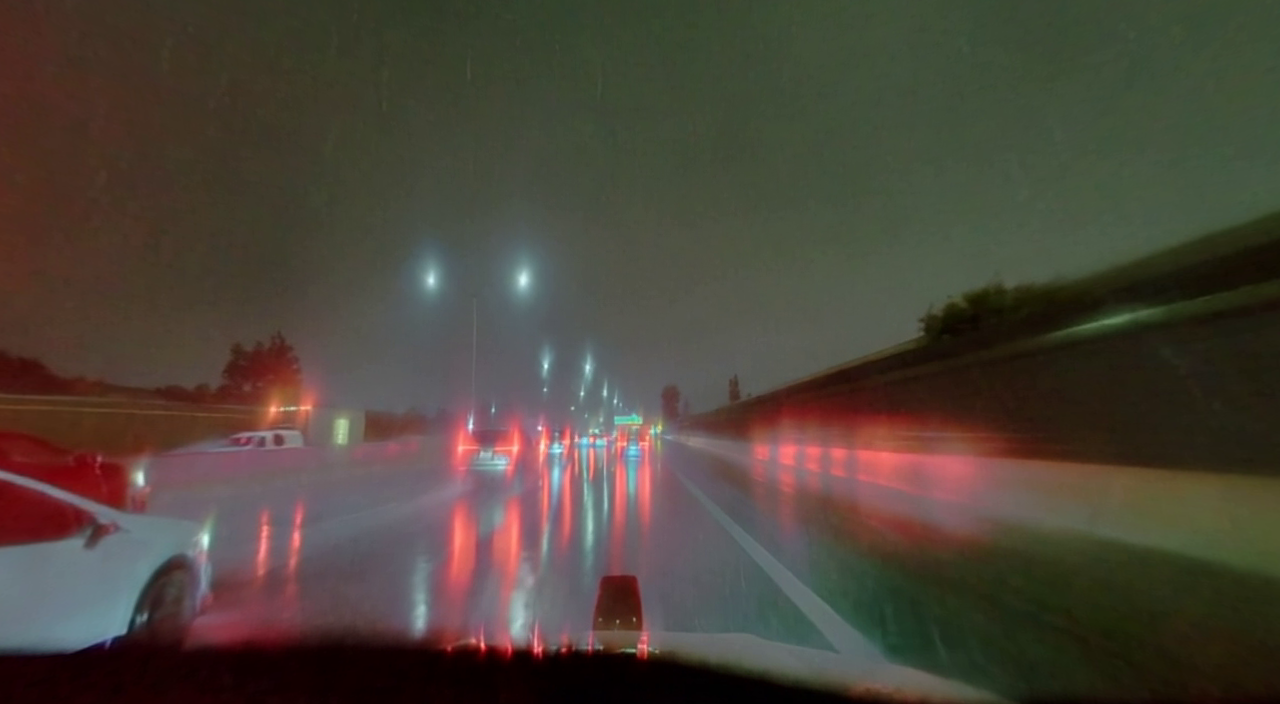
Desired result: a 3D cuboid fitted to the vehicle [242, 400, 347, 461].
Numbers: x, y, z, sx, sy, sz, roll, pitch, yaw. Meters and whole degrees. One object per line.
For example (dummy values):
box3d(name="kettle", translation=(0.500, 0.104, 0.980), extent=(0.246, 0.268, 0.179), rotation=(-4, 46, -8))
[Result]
box3d(name="vehicle", translation=(-24.070, 5.574, 44.356), extent=(3.143, 3.921, 7.226), rotation=(0, -8, 0))

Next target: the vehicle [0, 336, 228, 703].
box3d(name="vehicle", translation=(-3.759, 0.696, 1.925), extent=(2.107, 1.703, 4.274), rotation=(0, -8, -1))

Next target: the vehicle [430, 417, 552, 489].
box3d(name="vehicle", translation=(-3.878, 2.718, 17.312), extent=(2.154, 1.690, 4.595), rotation=(0, -8, 1))

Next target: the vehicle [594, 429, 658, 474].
box3d(name="vehicle", translation=(-0.481, 3.484, 22.360), extent=(2.070, 1.452, 3.834), rotation=(0, -8, -1))

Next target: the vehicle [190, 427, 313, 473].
box3d(name="vehicle", translation=(-15.486, 3.906, 25.435), extent=(2.078, 1.665, 4.538), rotation=(0, -8, 0))
